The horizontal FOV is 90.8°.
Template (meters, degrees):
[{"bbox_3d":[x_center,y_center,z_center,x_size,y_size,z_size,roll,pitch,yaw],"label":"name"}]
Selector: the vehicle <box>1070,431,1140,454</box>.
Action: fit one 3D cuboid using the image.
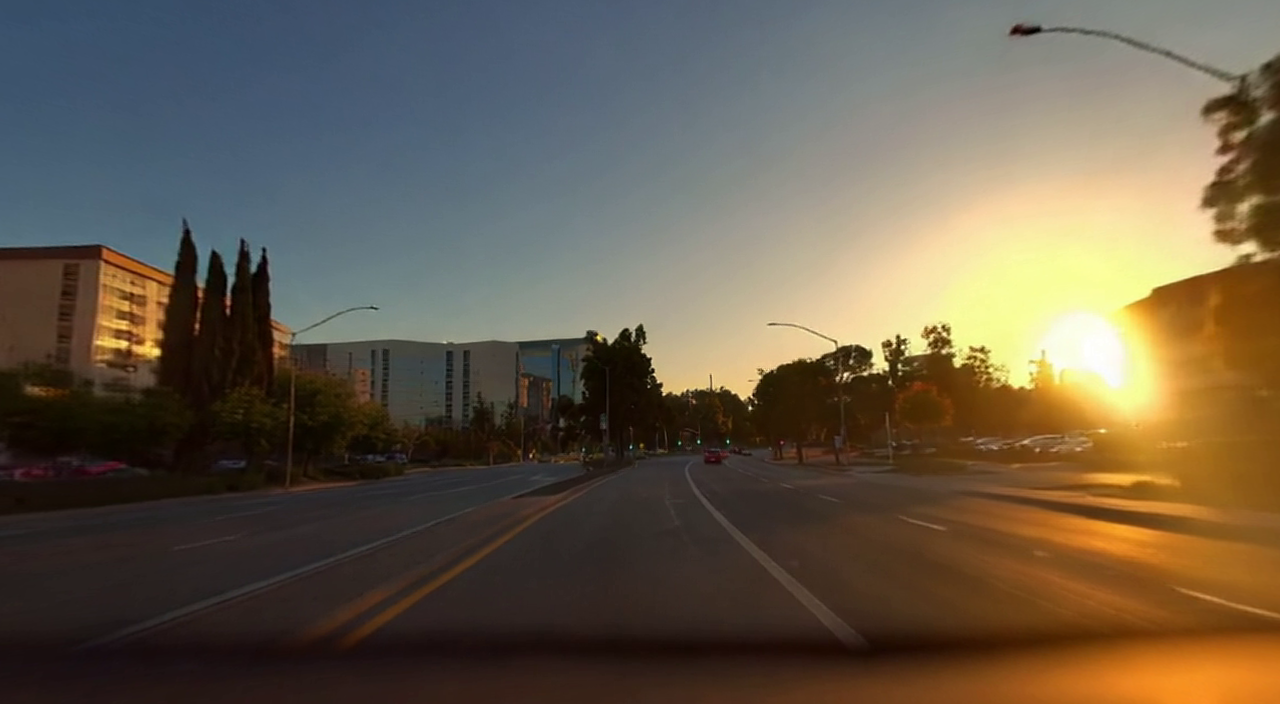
[{"bbox_3d":[36.492,7.127,49.594,4.540,1.717,1.926,2,-9,-16],"label":"vehicle"}]
